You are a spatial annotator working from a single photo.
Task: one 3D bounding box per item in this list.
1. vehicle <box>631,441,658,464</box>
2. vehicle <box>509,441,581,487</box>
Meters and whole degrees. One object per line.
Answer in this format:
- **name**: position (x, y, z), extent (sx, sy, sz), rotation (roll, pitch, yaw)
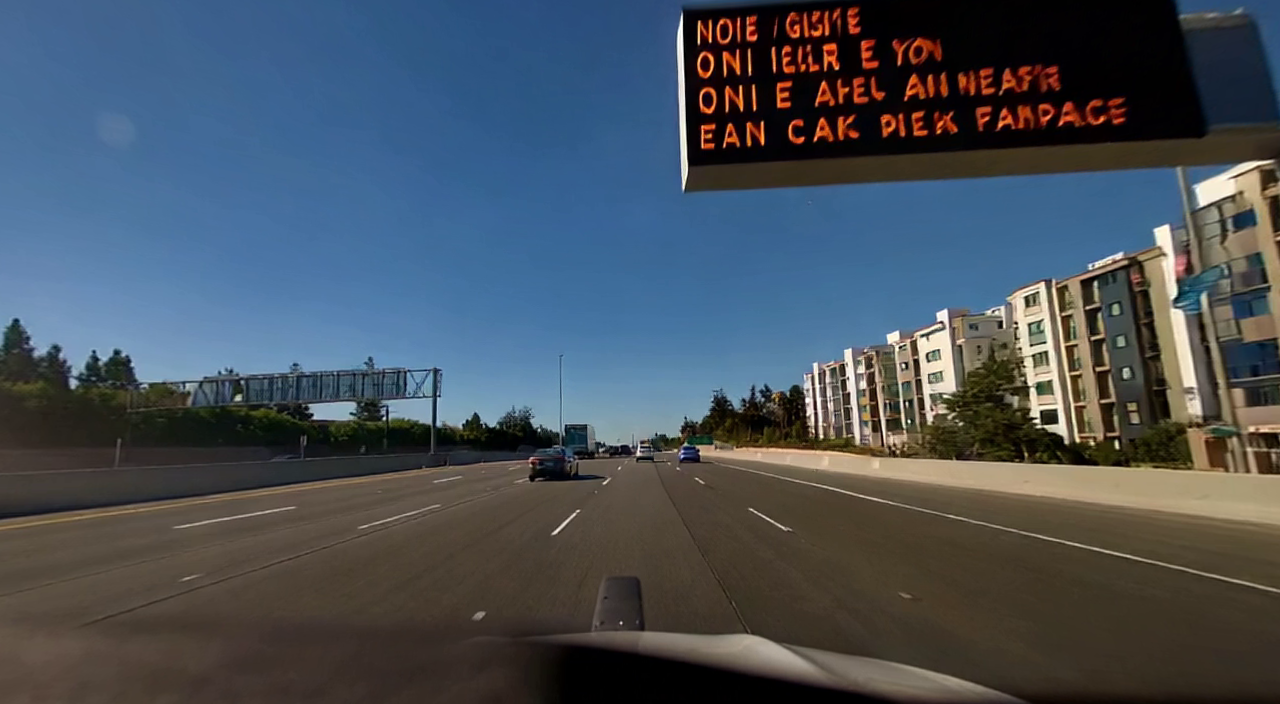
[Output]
- **vehicle**: position (0.309, 7.937, 49.826), extent (2.021, 1.666, 4.108), rotation (0, -9, 0)
- **vehicle**: position (-3.646, 4.409, 25.077), extent (2.195, 1.630, 4.336), rotation (0, -9, 0)
